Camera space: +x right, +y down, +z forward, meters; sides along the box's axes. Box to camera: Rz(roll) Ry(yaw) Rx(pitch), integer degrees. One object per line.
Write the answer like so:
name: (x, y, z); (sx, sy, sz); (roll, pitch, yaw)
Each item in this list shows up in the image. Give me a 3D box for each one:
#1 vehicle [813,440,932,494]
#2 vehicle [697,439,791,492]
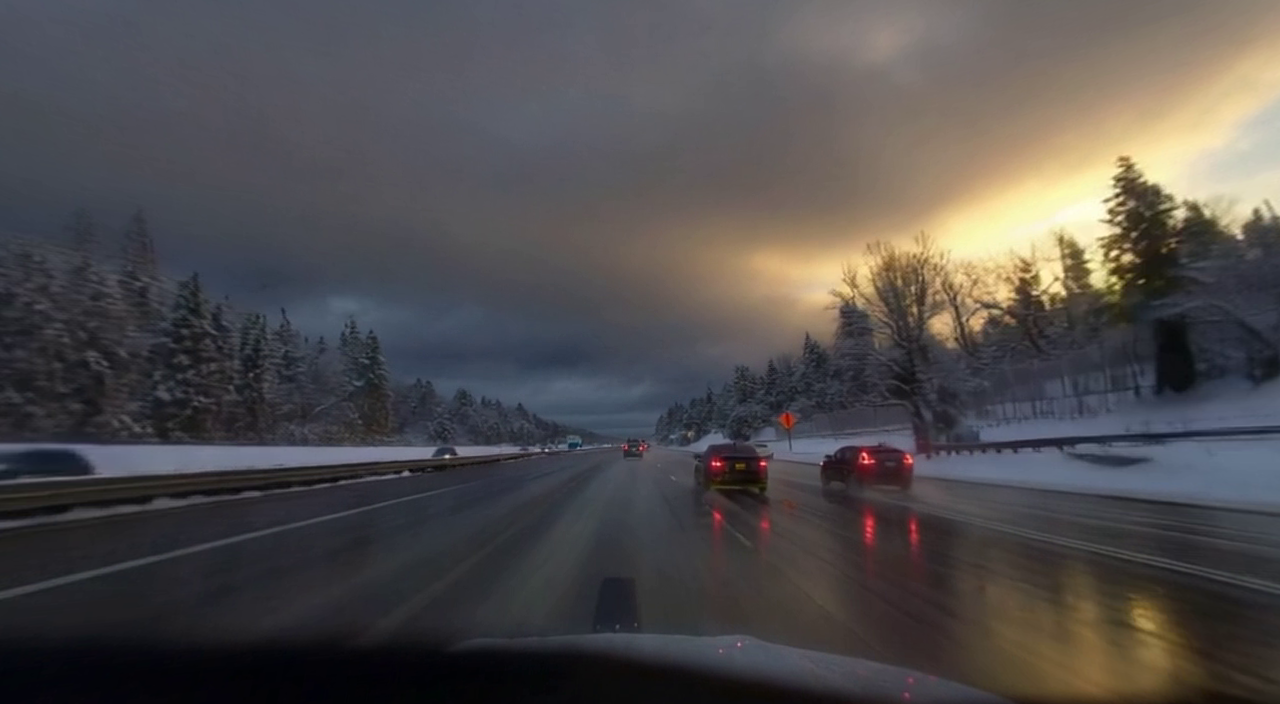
vehicle: (7.112, 3.559, 19.925); (1.946, 1.497, 4.467); (0, -9, -1)
vehicle: (3.148, 3.557, 20.139); (2.076, 1.472, 4.562); (0, -9, -2)
